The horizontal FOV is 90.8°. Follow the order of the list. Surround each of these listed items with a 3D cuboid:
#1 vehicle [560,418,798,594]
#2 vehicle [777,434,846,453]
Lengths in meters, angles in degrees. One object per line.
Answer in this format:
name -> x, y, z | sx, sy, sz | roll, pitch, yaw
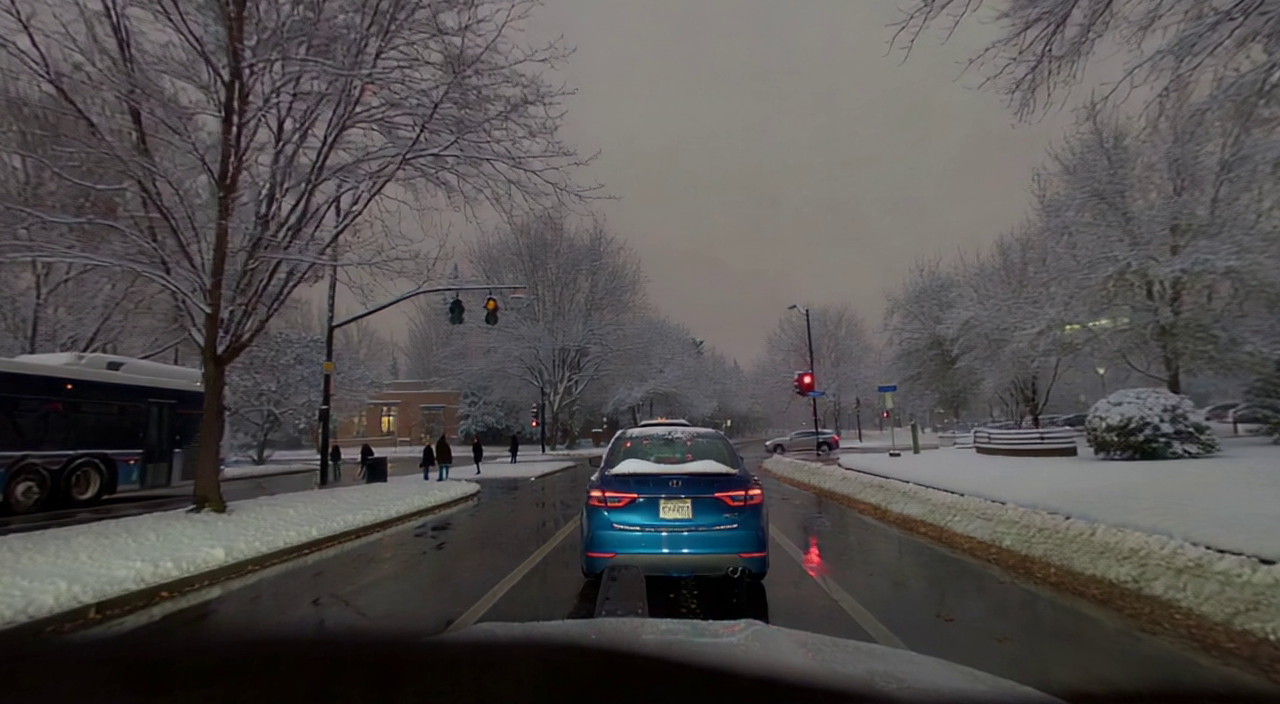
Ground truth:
vehicle -> 0.370, 1.610, 7.391 | 2.035, 1.499, 3.799 | 0, -8, 1
vehicle -> 13.342, 7.138, 49.311 | 4.830, 1.461, 1.883 | 0, -8, 2
